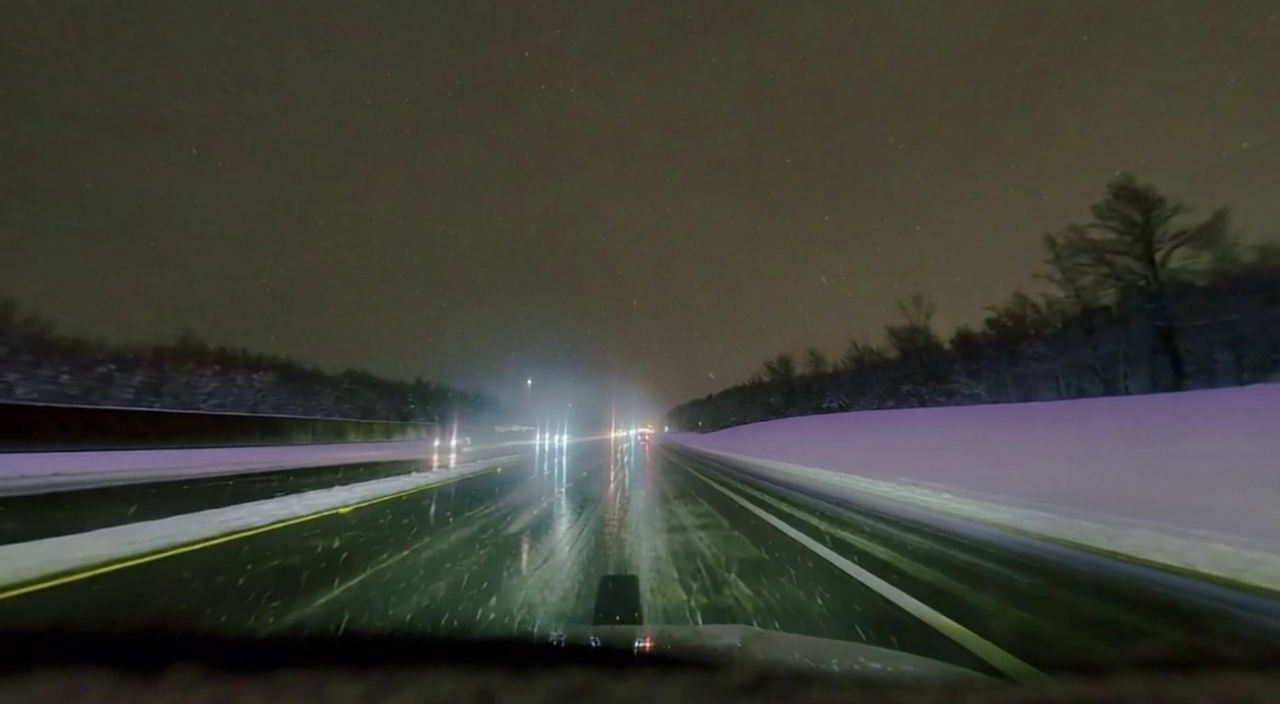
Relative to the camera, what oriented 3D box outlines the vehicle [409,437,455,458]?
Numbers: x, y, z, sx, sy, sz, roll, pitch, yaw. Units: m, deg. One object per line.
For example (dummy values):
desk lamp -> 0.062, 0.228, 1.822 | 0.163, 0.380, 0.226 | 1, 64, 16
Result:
vehicle -> -15.833, 7.294, 48.174 | 1.892, 1.494, 4.593 | 0, -7, 1
